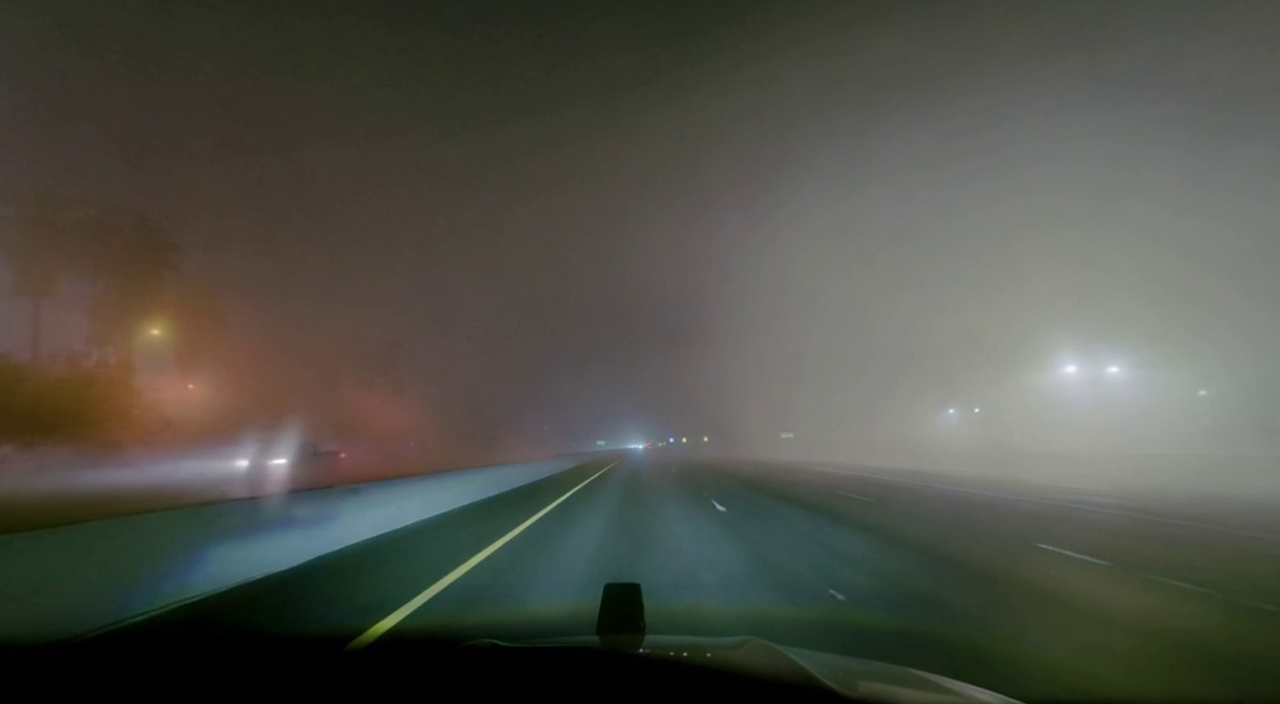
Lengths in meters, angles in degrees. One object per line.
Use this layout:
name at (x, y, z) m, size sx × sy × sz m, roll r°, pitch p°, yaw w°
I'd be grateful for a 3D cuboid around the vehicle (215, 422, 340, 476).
vehicle at (-17.356, 4.695, 30.723) m, size 2.340 × 2.360 × 6.092 m, roll 0°, pitch -8°, yaw 1°
